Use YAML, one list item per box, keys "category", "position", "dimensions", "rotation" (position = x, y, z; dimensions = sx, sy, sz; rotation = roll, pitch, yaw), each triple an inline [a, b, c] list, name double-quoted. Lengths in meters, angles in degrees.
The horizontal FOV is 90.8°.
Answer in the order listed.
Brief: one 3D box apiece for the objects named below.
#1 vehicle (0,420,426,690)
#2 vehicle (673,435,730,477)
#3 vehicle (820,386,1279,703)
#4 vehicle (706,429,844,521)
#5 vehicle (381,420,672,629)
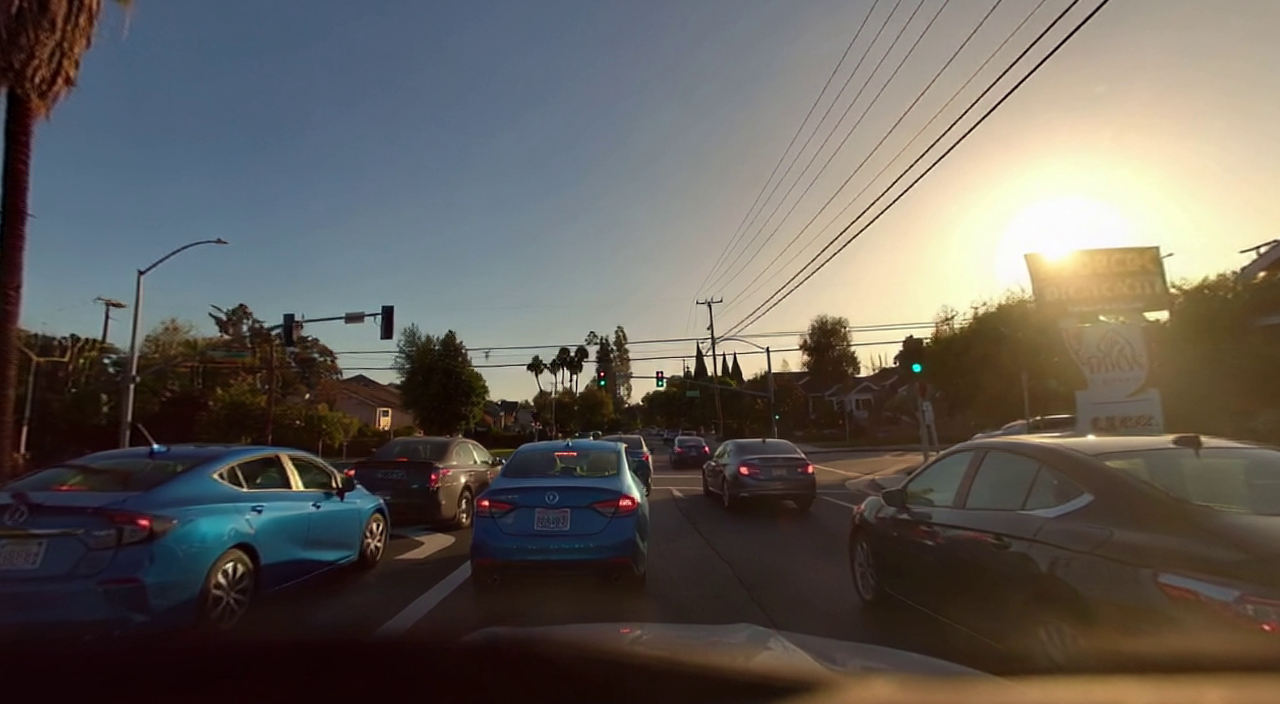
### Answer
- category: "vehicle"
  position: [-3.662, 1.459, 5.779]
  dimensions: [2.058, 1.474, 4.473]
  rotation: [0, -9, -3]
- category: "vehicle"
  position: [2.688, 4.687, 28.647]
  dimensions: [2.063, 1.750, 4.410]
  rotation: [0, -9, -1]
- category: "vehicle"
  position: [2.773, 1.140, 3.847]
  dimensions: [2.014, 1.464, 4.312]
  rotation: [0, -9, -1]
- category: "vehicle"
  position: [2.634, 2.512, 13.435]
  dimensions: [1.956, 1.615, 4.205]
  rotation: [0, -9, -1]
- category: "vehicle"
  position: [-0.866, 1.547, 6.588]
  dimensions: [2.104, 1.500, 3.815]
  rotation: [0, -9, -1]
